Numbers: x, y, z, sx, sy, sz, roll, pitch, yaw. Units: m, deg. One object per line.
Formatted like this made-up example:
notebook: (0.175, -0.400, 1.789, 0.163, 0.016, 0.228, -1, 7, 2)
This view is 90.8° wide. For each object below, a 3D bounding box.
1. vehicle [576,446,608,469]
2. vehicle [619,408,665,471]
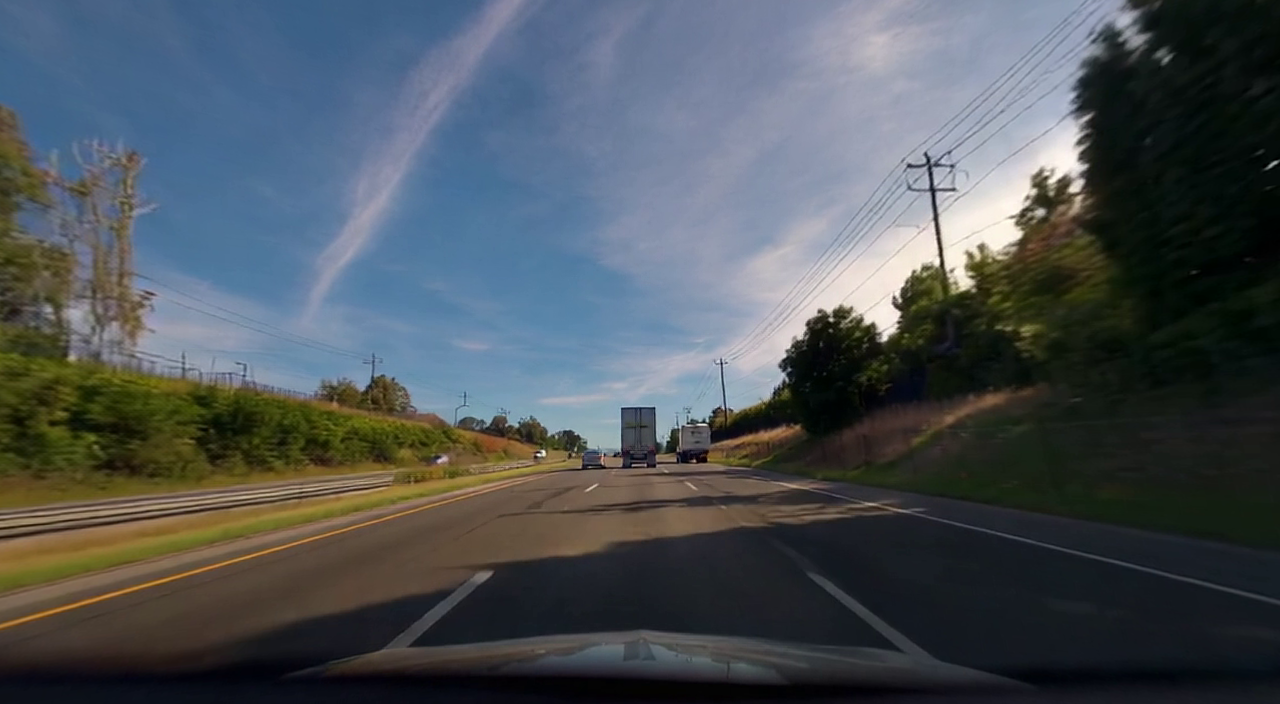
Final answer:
vehicle: (-3.485, 7.786, 46.580, 2.024, 1.582, 4.032, 0, -9, 0)
vehicle: (0.035, 6.733, 47.767, 2.997, 4.076, 13.224, 0, -9, -1)
